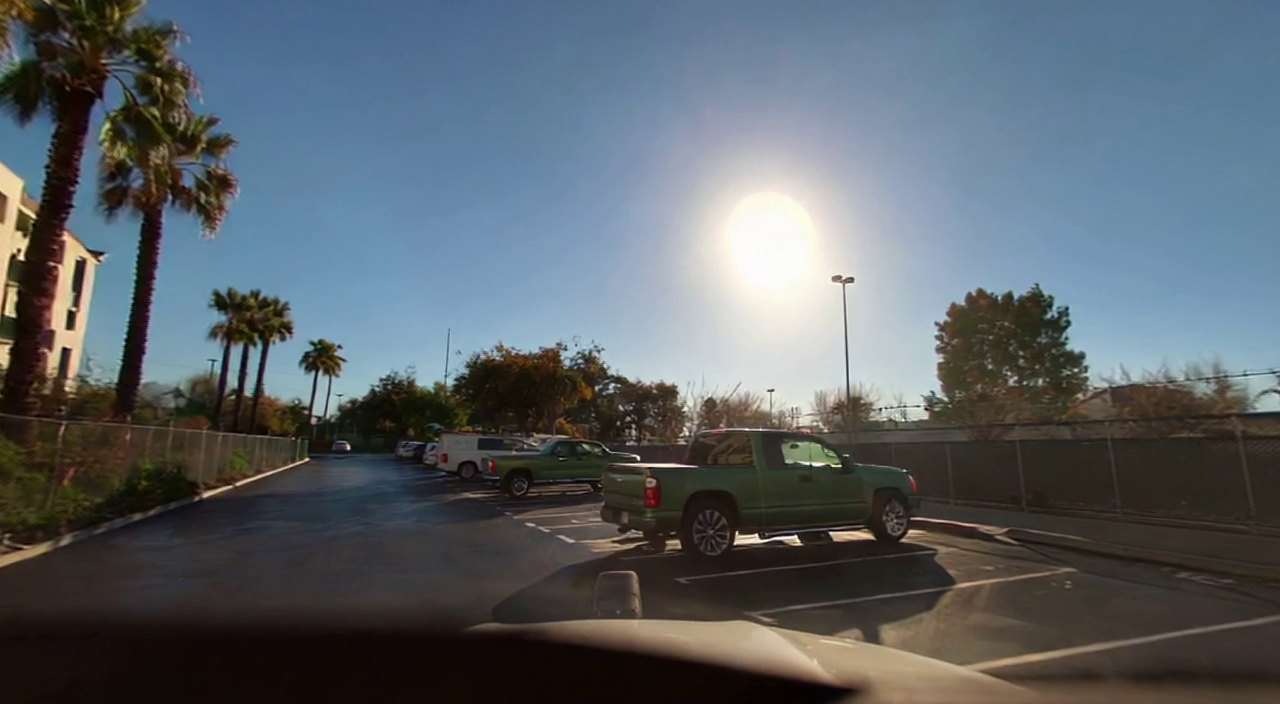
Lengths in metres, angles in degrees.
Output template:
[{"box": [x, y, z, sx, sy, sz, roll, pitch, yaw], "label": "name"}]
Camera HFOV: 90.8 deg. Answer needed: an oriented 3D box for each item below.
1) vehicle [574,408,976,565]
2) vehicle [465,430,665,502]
[{"box": [1.767, 1.787, 8.103, 4.803, 1.520, 1.894, 7, -16, -26], "label": "vehicle"}, {"box": [-2.133, 3.249, 18.450, 5.381, 1.826, 2.047, 4, -10, -27], "label": "vehicle"}]
